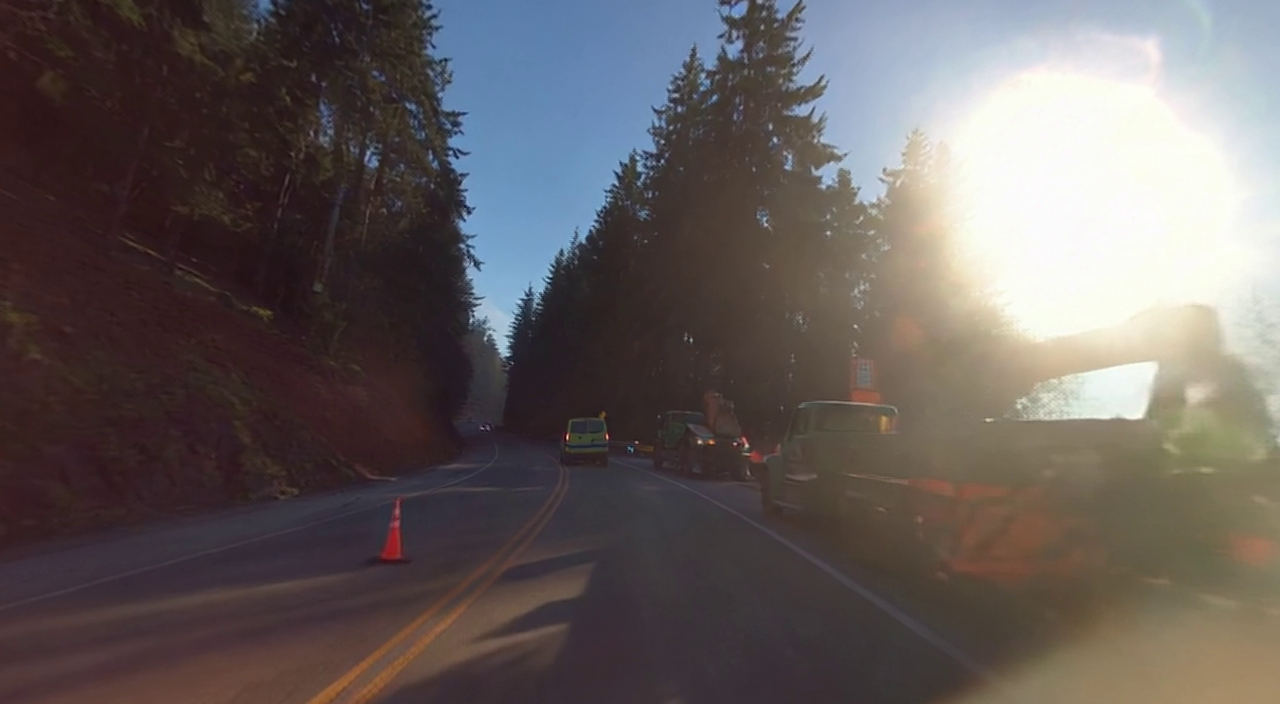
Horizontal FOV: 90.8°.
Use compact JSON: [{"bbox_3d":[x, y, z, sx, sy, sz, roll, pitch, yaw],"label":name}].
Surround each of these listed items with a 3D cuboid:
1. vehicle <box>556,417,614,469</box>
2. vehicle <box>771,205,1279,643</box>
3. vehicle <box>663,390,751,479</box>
[{"bbox_3d":[-2.668,4.262,29.531,2.362,2.223,4.892,1,-9,-8],"label":"vehicle"},{"bbox_3d":[4.380,1.046,9.040,3.126,3.310,8.534,0,-8,0],"label":"vehicle"},{"bbox_3d":[2.428,3.186,24.180,2.703,3.066,4.047,1,-8,-3],"label":"vehicle"}]
